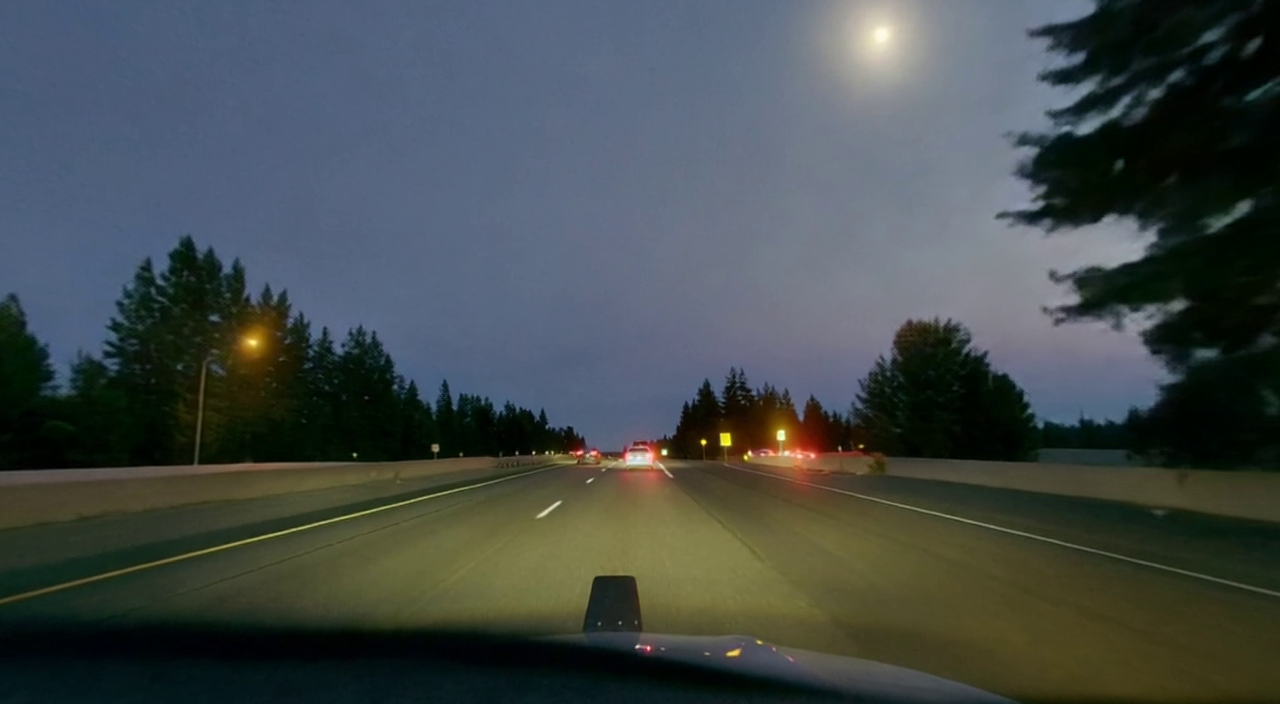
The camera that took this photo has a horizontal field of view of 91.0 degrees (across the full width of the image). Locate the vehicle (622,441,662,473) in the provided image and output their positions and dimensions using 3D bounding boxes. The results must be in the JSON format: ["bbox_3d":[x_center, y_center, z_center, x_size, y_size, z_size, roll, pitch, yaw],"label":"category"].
[{"bbox_3d":[0.129,5.884,35.562,2.130,1.684,3.826,0,-8,0],"label":"vehicle"}]

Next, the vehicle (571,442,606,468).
[{"bbox_3d":[-3.690,7.458,45.771,2.130,1.741,4.665,0,-8,1],"label":"vehicle"}]
